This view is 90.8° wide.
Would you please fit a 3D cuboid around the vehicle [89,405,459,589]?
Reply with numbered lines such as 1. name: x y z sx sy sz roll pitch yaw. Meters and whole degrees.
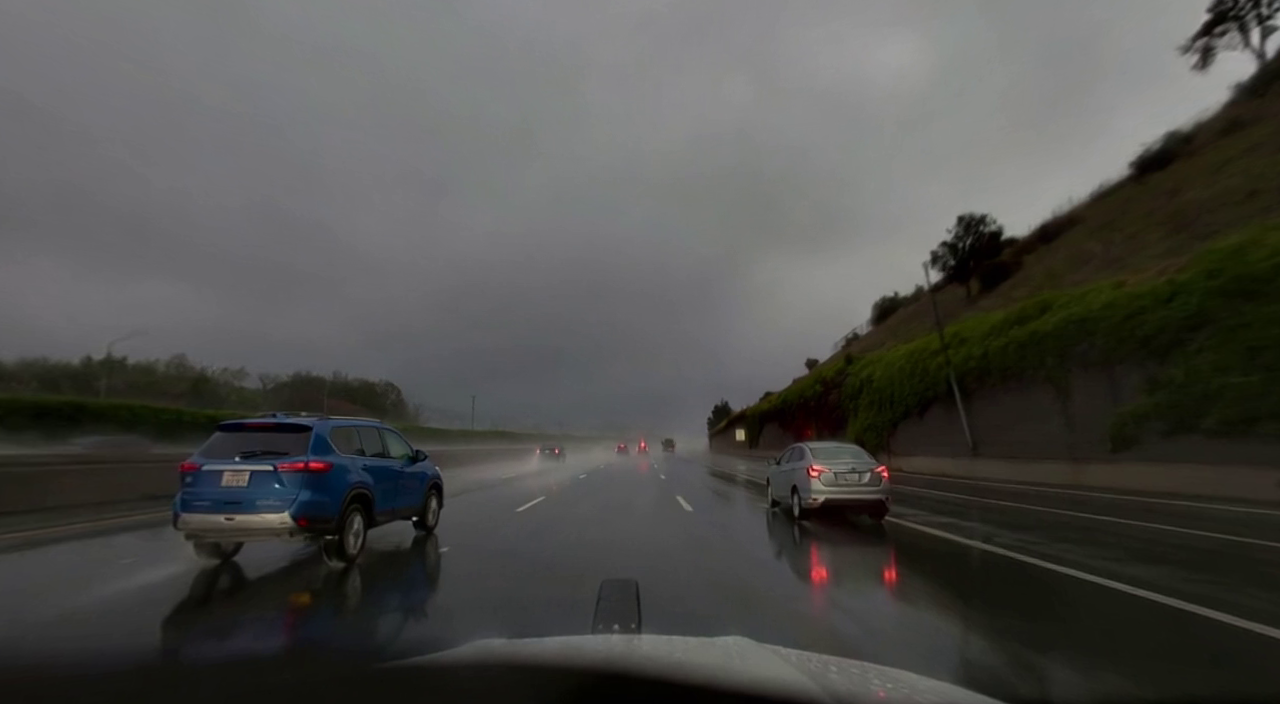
1. vehicle: -4.110 1.715 8.334 2.047 1.715 4.689 0 -9 0

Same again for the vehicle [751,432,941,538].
1. vehicle: 3.326 2.228 11.228 1.847 1.493 4.303 0 -9 -1
